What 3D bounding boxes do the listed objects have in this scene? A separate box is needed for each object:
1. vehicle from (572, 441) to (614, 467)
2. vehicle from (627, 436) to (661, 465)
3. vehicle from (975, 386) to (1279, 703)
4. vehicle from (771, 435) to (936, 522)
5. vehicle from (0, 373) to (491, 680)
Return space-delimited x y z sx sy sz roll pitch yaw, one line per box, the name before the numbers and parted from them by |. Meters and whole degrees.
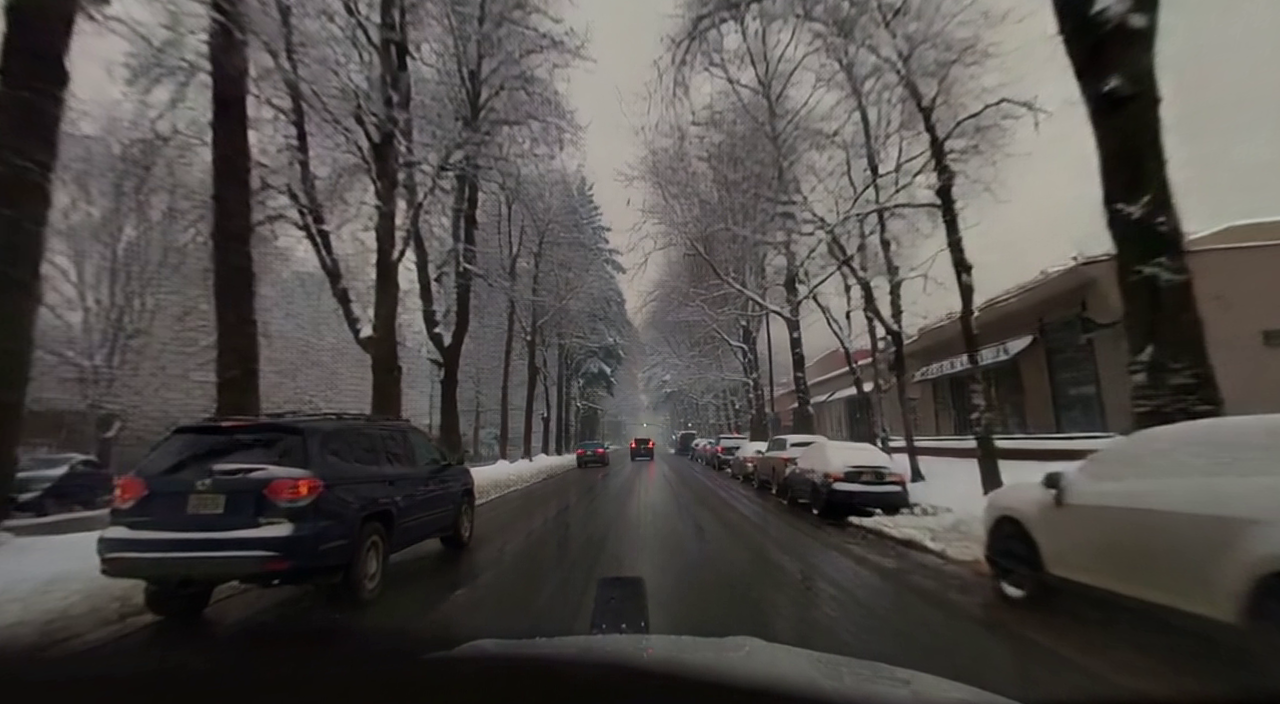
vehicle | -2.848 6.265 39.008 2.151 1.484 4.468 0 -8 1
vehicle | 0.264 6.399 41.049 2.075 1.770 4.018 0 -8 0
vehicle | 4.260 1.125 3.965 1.940 1.669 4.142 0 -8 -1
vehicle | 4.181 2.530 13.205 1.887 1.517 4.257 0 -8 -1
vehicle | -3.144 1.317 5.981 2.186 1.708 4.746 0 -8 1
